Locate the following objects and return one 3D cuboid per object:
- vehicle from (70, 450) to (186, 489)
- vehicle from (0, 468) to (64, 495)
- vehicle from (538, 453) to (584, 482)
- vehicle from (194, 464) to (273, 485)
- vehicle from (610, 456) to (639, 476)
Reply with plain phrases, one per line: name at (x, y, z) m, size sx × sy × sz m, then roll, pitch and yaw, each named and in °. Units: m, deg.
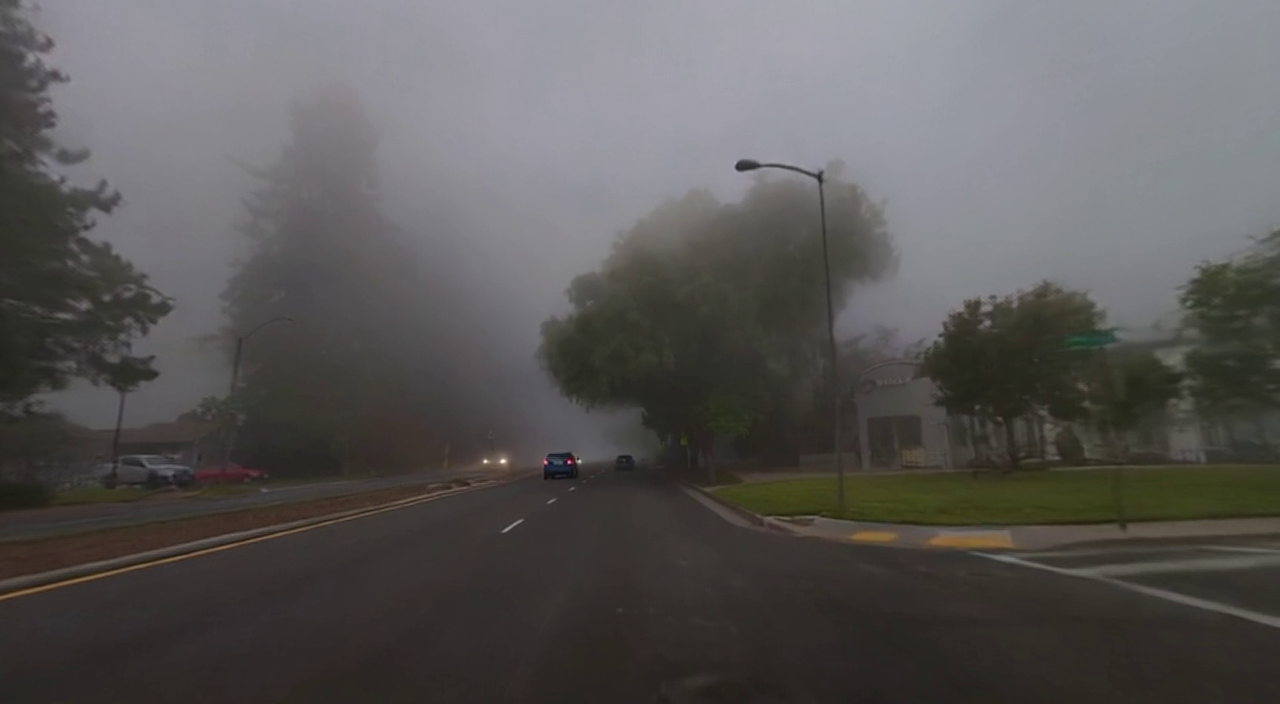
vehicle at (-30.836, 7.103, 38.052) m, size 4.865 × 2.217 × 2.192 m, roll 1°, pitch -9°, yaw -3°
vehicle at (-38.126, 7.860, 38.063) m, size 4.495 × 1.504 × 2.023 m, roll -2°, pitch -10°, yaw -2°
vehicle at (-4.403, 6.499, 35.620) m, size 2.083 × 1.460 × 4.527 m, roll 1°, pitch -9°, yaw -1°
vehicle at (-30.116, 9.087, 46.704) m, size 4.605 × 1.453 × 1.809 m, roll 1°, pitch -10°, yaw 0°
vehicle at (-1.196, 8.992, 49.942) m, size 2.187 × 1.478 × 4.138 m, roll 1°, pitch -9°, yaw 0°
